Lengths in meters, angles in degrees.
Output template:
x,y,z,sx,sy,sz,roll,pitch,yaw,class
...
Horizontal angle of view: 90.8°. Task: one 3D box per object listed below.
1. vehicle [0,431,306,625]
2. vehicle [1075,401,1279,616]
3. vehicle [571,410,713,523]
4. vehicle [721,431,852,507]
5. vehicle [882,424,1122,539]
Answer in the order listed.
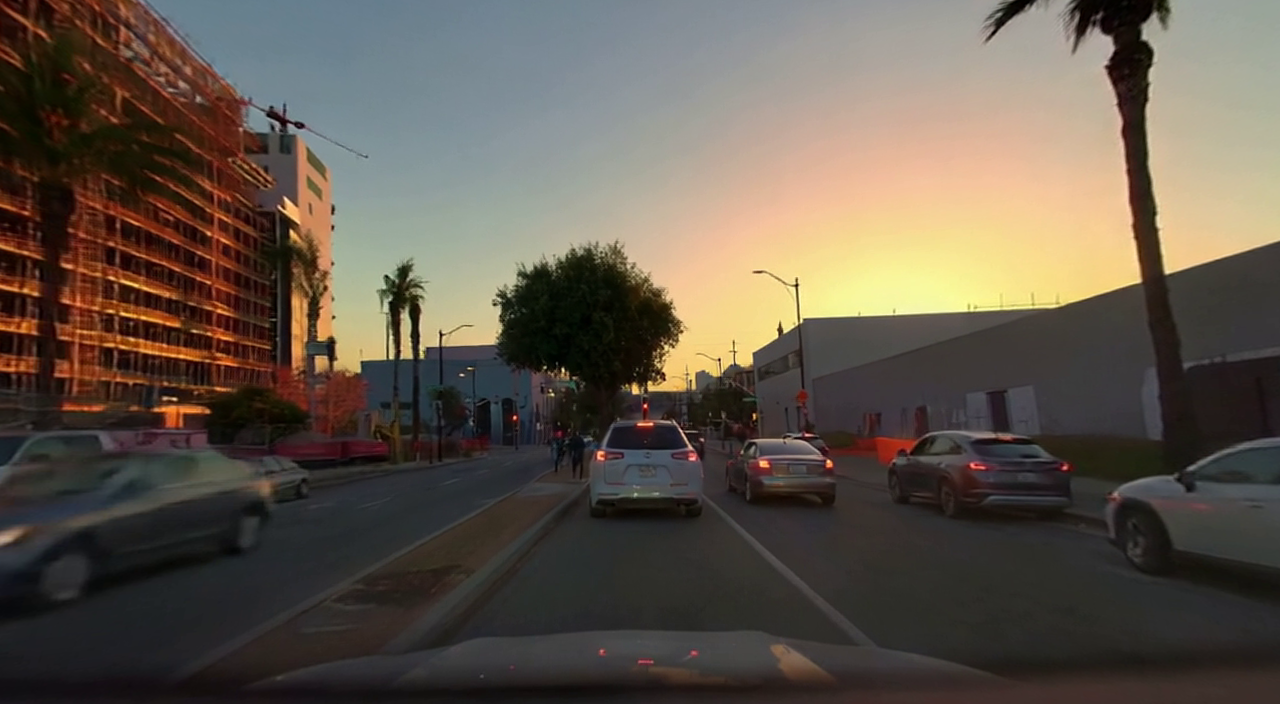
x,y,z,sx,sy,sz,roll,pitch,yaw,class
-5.953,1.692,7.124,2.020,1.486,4.363,0,-8,-1,vehicle
6.346,1.336,5.445,1.886,1.792,4.525,0,-8,-1,vehicle
0.017,2.144,12.287,2.264,1.798,4.258,0,-8,0,vehicle
3.154,2.616,14.537,1.999,1.487,3.939,0,-8,-1,vehicle
6.180,2.185,11.489,1.819,1.672,4.139,0,-7,-1,vehicle
